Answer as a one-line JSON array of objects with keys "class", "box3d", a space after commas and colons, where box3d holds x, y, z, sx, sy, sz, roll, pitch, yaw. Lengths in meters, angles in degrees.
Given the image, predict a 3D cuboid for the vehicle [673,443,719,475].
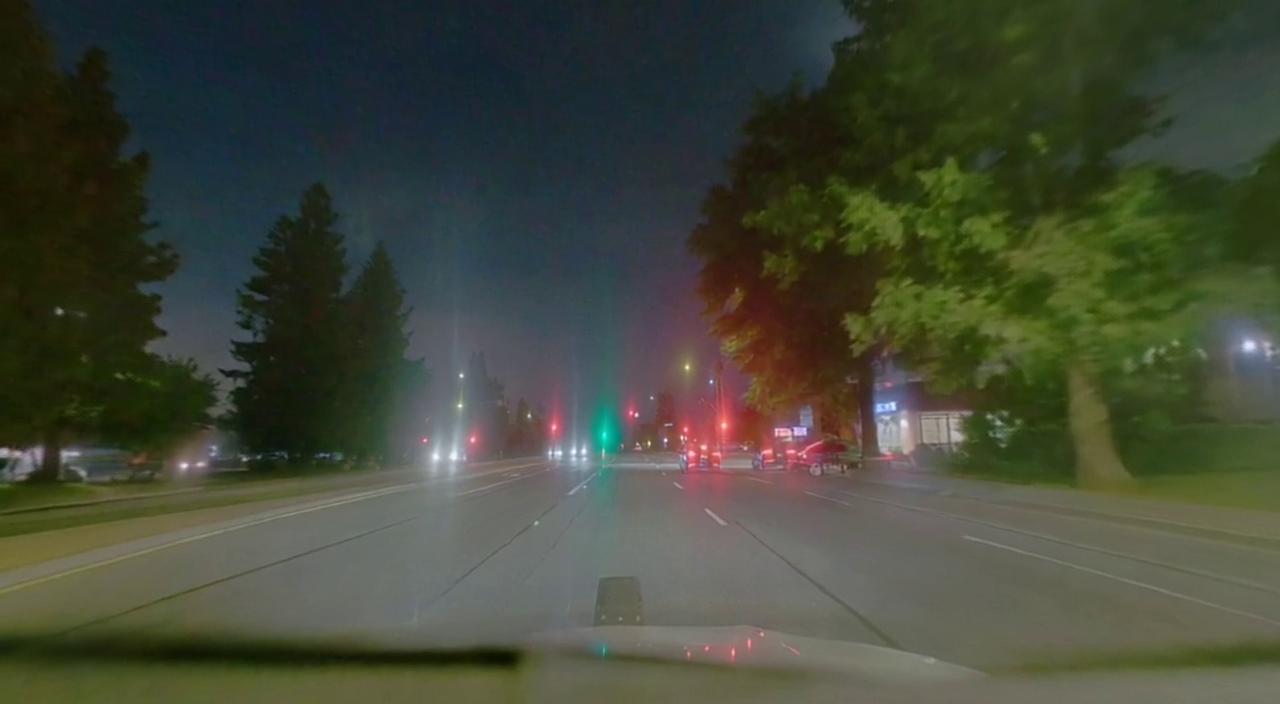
[{"class": "vehicle", "box3d": [2.951, 5.696, 33.929, 1.961, 1.580, 4.020, 0, -9, -2]}]
